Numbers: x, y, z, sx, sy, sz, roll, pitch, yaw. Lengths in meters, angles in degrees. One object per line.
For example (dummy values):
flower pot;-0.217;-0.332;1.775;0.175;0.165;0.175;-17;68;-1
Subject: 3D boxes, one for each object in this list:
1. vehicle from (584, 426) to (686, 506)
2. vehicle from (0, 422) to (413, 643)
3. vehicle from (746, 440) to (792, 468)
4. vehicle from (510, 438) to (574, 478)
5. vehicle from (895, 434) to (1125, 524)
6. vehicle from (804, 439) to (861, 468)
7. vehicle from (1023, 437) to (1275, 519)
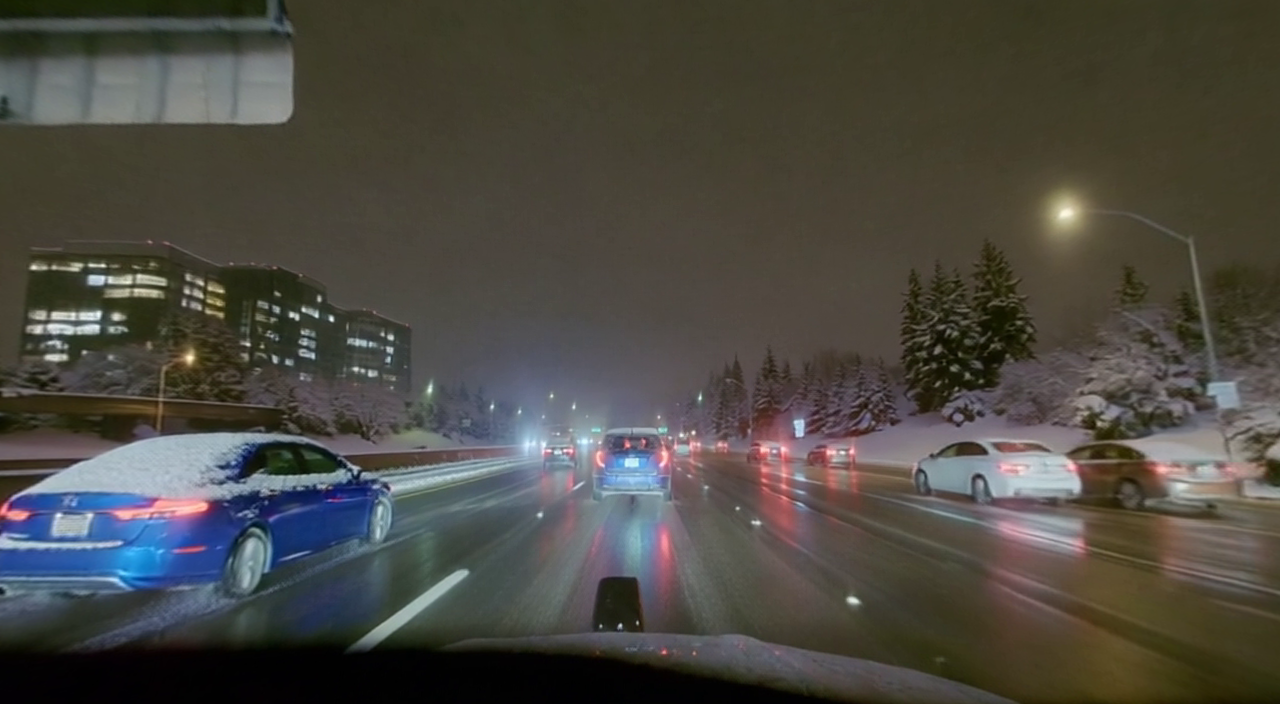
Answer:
vehicle;-0.083;2.775;15.647;2.181;1.697;4.021;0;-9;1
vehicle;-4.178;1.566;6.563;1.974;1.478;4.412;0;-9;0
vehicle;7.493;5.947;36.765;1.880;1.526;3.641;1;-9;0
vehicle;-3.993;4.417;26.384;1.947;1.516;4.295;0;-9;1
vehicle;7.375;2.561;13.277;2.049;1.521;4.604;0;-9;0
vehicle;11.592;6.127;38.262;1.992;1.625;4.359;1;-9;-1
vehicle;11.035;2.730;14.209;2.008;1.516;4.385;0;-9;0
